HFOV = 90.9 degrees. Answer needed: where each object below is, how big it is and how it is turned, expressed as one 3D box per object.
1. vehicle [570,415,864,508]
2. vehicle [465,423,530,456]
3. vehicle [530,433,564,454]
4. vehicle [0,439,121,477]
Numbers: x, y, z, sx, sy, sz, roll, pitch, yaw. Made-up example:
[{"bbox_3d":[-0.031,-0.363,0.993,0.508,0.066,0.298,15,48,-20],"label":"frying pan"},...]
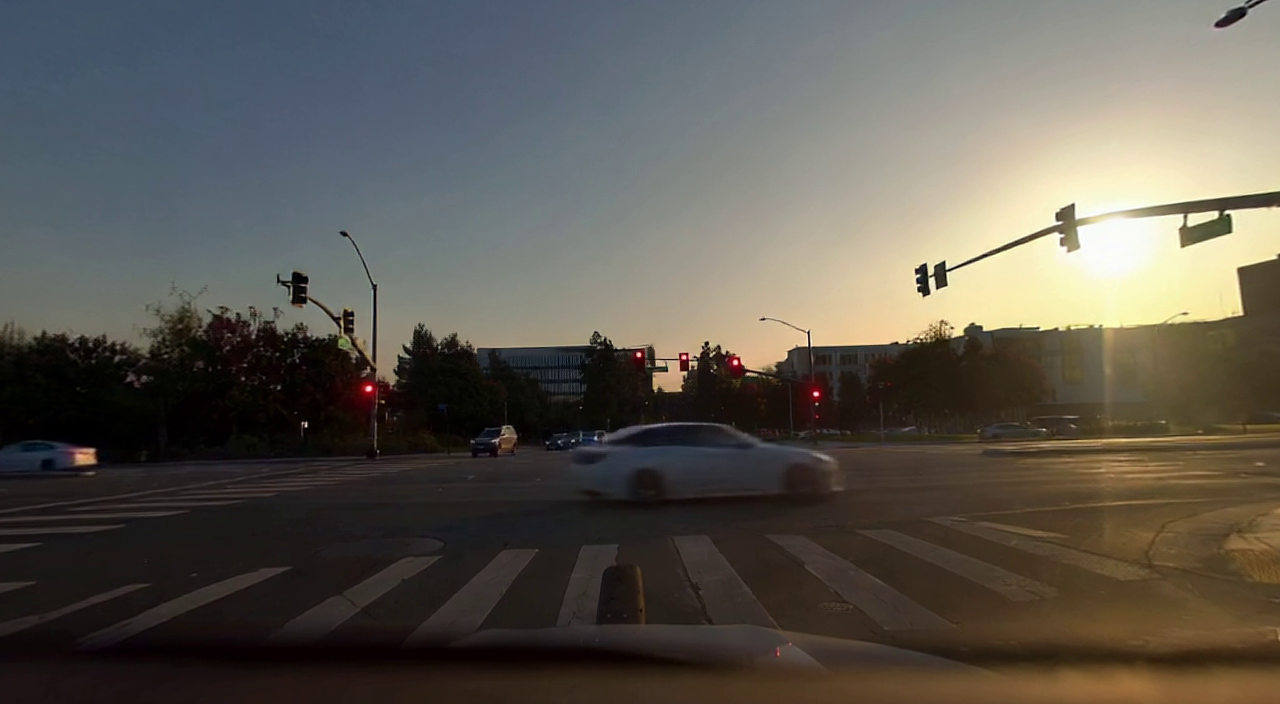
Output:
[{"bbox_3d":[1.360,2.097,12.387,5.300,1.584,2.142,1,-9,-9],"label":"vehicle"},{"bbox_3d":[-8.659,5.436,38.817,2.000,1.864,5.044,-2,-9,10],"label":"vehicle"},{"bbox_3d":[-7.259,7.194,49.513,2.054,1.536,3.927,0,-9,-1],"label":"vehicle"},{"bbox_3d":[-23.745,4.166,24.917,4.510,1.431,1.884,2,-9,-11],"label":"vehicle"}]
